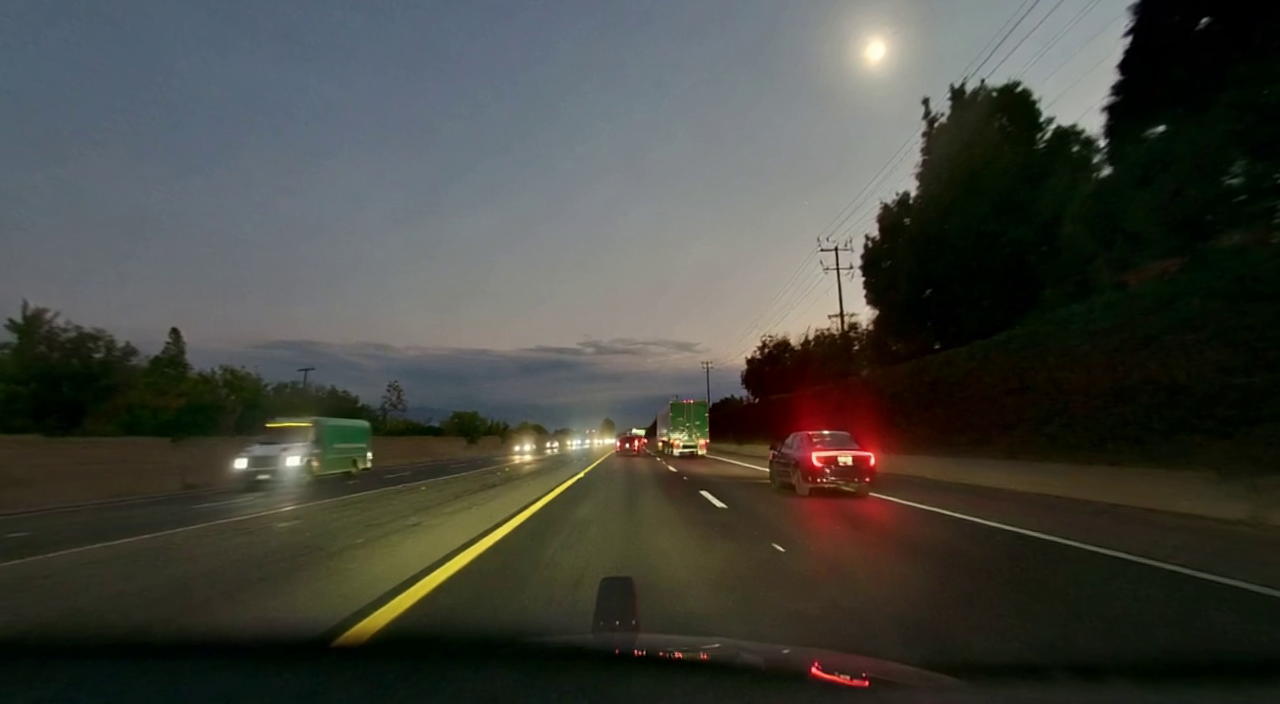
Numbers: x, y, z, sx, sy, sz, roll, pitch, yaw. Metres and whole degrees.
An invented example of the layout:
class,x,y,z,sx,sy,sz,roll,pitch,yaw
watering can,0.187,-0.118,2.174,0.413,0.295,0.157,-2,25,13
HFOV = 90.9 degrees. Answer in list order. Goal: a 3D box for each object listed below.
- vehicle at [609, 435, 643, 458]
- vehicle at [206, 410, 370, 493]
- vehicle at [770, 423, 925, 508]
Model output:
class,x,y,z,sx,sy,sz,roll,pitch,yaw
vehicle,-0.937,6.379,42.891,2.163,1.466,3.693,0,-8,-1
vehicle,-12.819,3.658,23.806,2.299,2.619,6.919,0,-8,-1
vehicle,4.259,2.360,13.666,1.930,1.573,3.853,0,-8,-2
